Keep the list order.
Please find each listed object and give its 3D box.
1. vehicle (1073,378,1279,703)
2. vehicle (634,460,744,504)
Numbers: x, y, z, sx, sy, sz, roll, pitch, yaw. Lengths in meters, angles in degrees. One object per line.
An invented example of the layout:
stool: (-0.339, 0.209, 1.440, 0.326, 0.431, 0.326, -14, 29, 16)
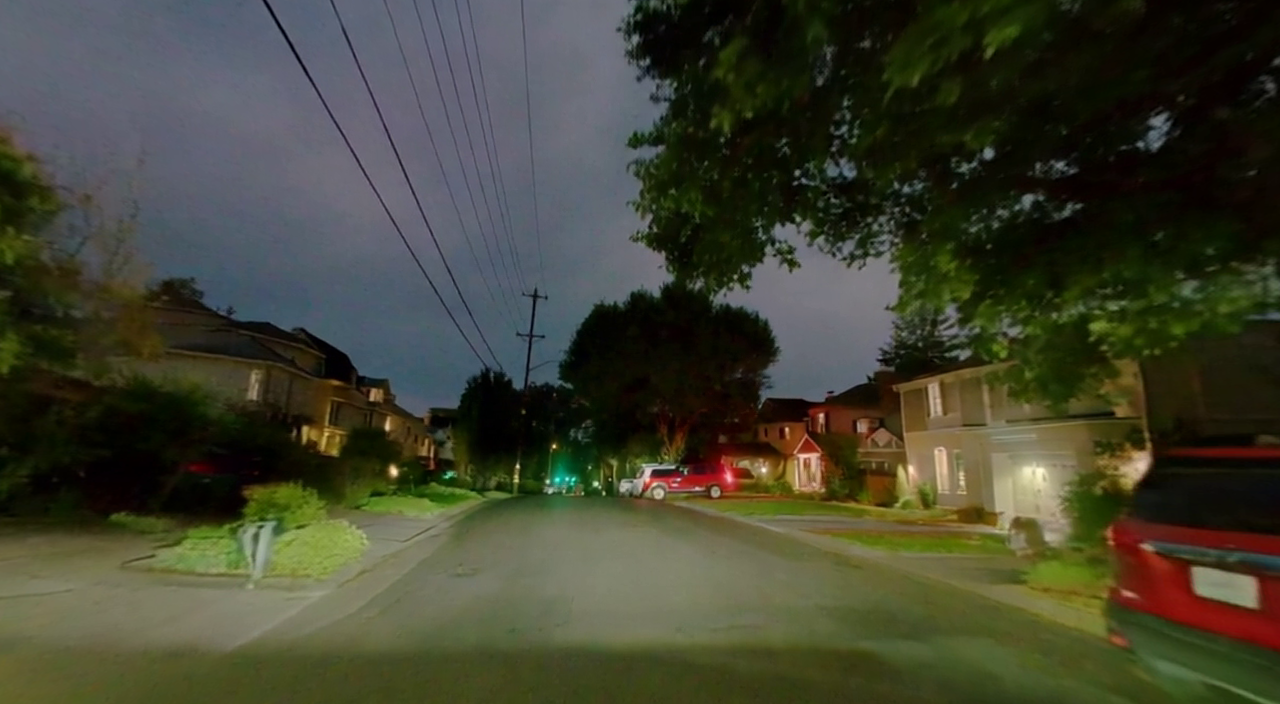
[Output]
vehicle: (4.959, 1.269, 2.913, 4.501, 1.678, 2.078, 8, -9, -1)
vehicle: (2.068, 5.596, 27.378, 4.413, 1.728, 1.869, 1, -9, -10)
